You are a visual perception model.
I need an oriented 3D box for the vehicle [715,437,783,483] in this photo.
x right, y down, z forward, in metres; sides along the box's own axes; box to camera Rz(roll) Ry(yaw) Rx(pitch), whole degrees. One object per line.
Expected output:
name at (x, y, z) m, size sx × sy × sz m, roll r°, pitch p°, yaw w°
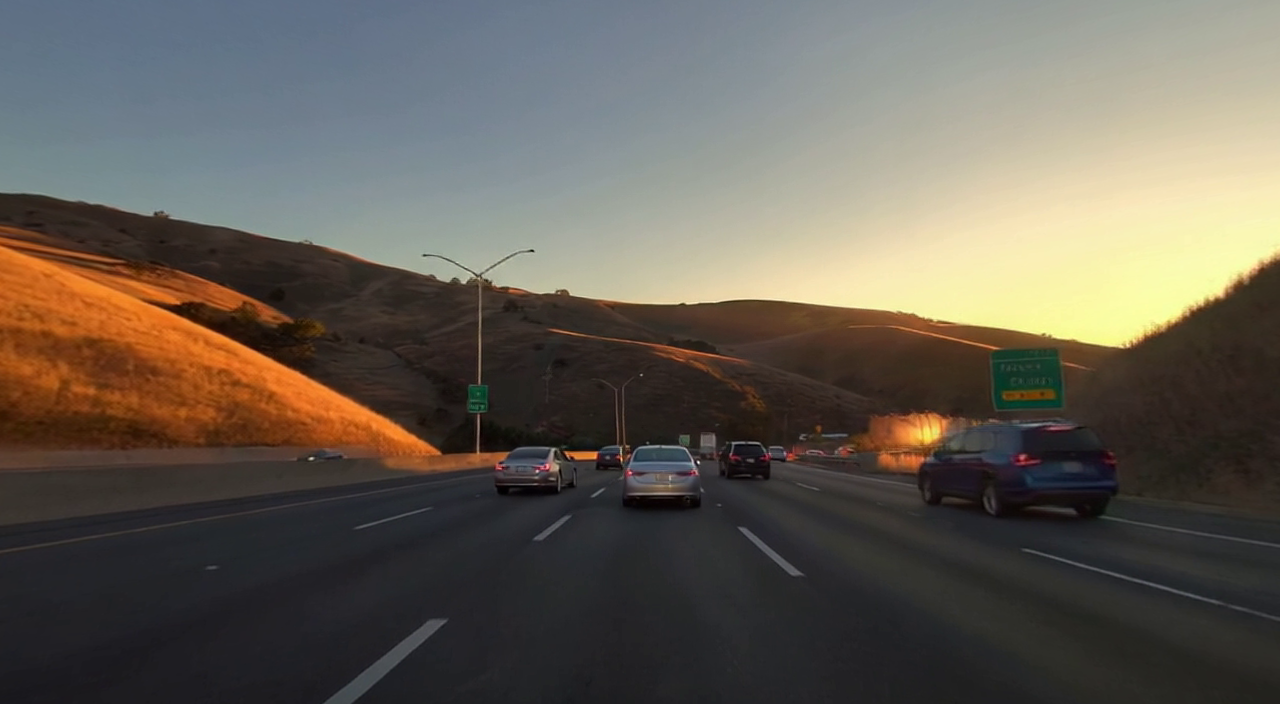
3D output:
vehicle at (4.392, 4.425, 26.159) m, size 2.083 × 1.693 × 4.740 m, roll 0°, pitch -8°, yaw 2°

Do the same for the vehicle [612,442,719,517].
vehicle at (0.546, 2.755, 14.183) m, size 2.072 × 1.431 × 3.904 m, roll -1°, pitch -8°, yaw 2°

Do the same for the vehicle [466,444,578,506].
vehicle at (-2.993, 3.225, 17.057) m, size 2.017 × 1.446 × 4.384 m, roll -1°, pitch -8°, yaw 3°

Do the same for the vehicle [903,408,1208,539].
vehicle at (6.901, 2.078, 11.397) m, size 2.210 × 1.831 × 4.843 m, roll 0°, pitch -8°, yaw 1°

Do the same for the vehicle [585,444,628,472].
vehicle at (-1.926, 6.281, 37.656) m, size 2.034 × 1.572 × 4.444 m, roll -1°, pitch -8°, yaw 4°
